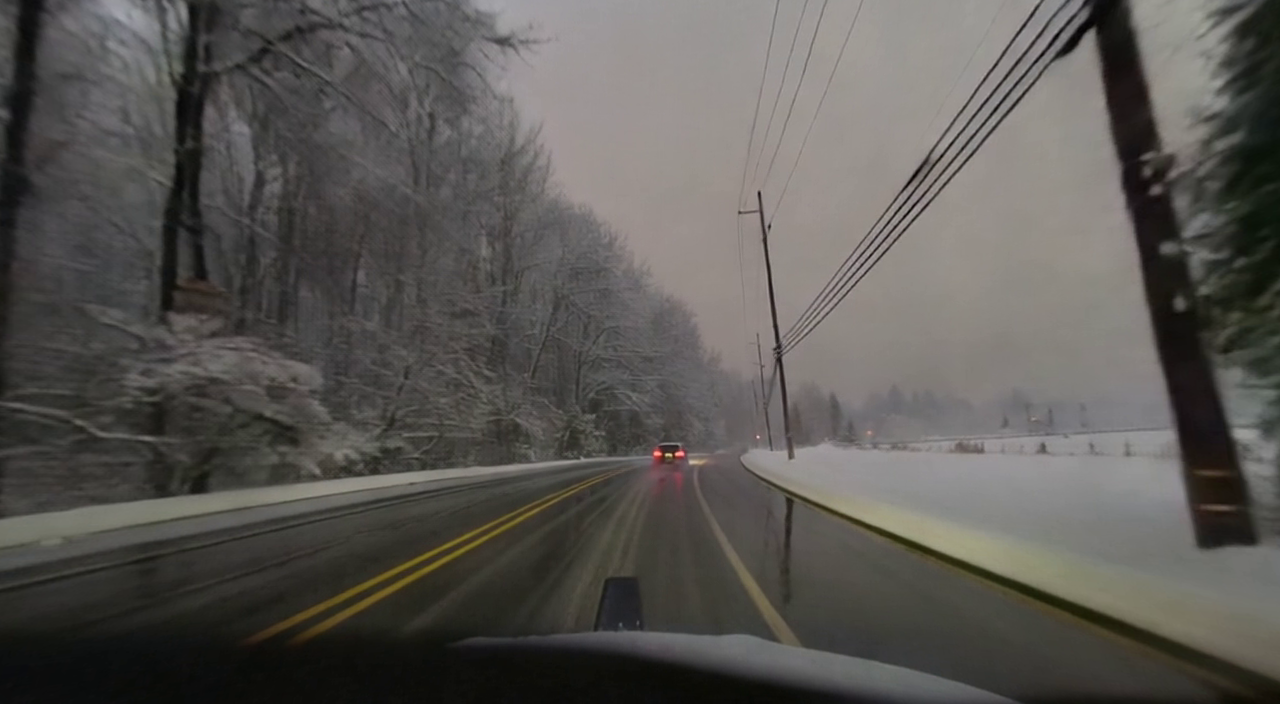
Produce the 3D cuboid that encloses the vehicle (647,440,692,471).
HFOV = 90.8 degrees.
[{"bbox_3d":[1.584,5.312,32.609,2.059,1.524,3.963,-1,-8,6],"label":"vehicle"}]
